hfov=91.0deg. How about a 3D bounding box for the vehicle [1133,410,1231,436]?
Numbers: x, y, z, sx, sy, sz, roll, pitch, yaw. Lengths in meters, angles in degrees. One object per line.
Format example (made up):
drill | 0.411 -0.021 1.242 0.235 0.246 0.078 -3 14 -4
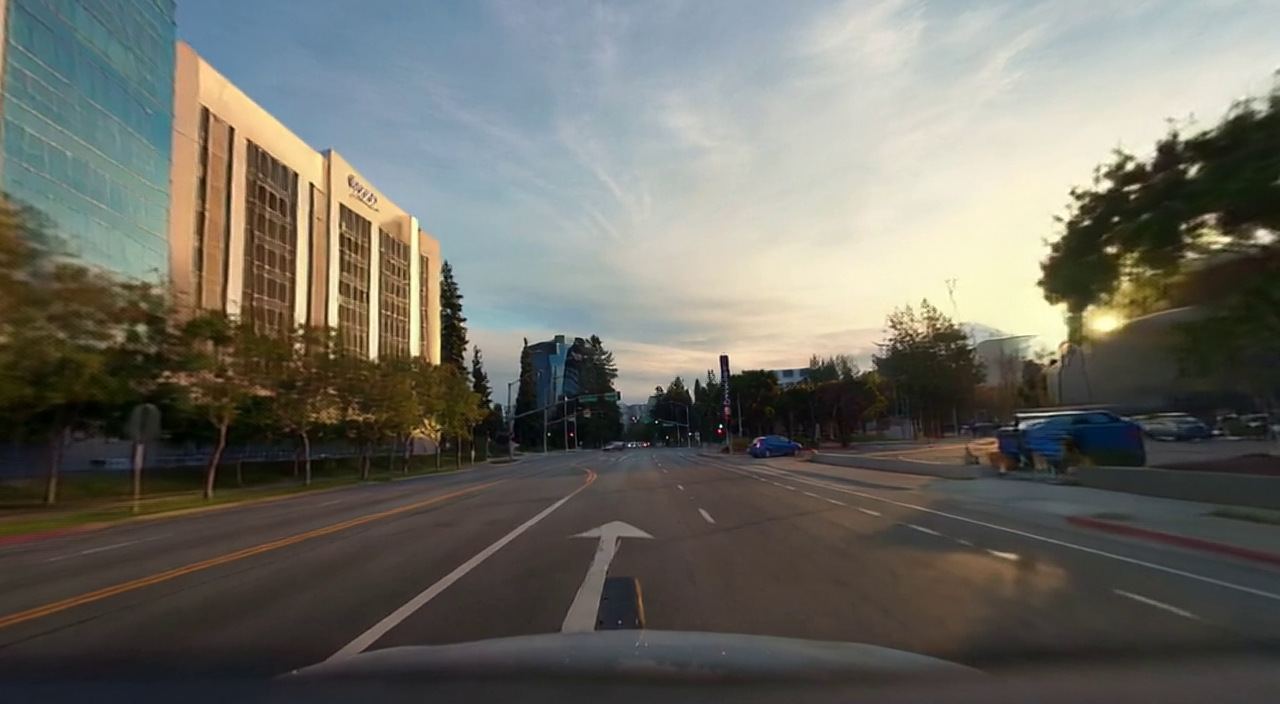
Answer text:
vehicle | 36.156 4.787 42.097 1.947 1.592 4.418 4 -9 -24

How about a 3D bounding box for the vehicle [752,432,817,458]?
vehicle | 10.950 7.022 47.531 4.635 1.821 2.087 6 -10 -33

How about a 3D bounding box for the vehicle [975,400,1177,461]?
vehicle | 15.812 2.915 23.134 5.546 2.117 2.443 0 -8 0
